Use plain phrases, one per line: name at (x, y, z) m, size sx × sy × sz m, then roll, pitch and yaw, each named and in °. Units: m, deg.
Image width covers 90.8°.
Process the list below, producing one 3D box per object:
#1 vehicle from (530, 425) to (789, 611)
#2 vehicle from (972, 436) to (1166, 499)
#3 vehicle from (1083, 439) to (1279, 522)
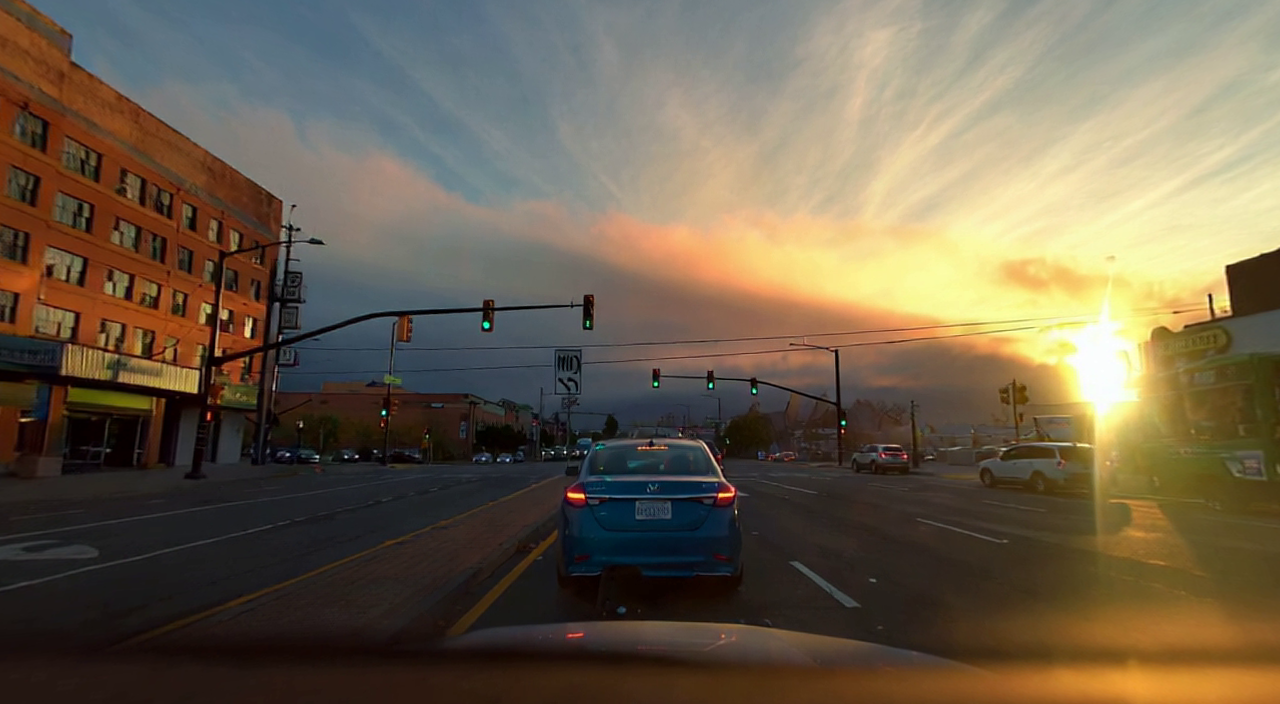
vehicle at (0.121, 1.656, 7.256) m, size 2.067 × 1.471 × 4.241 m, roll 0°, pitch -9°, yaw -1°
vehicle at (14.064, 3.820, 21.376) m, size 2.309 × 1.819 × 5.793 m, roll 1°, pitch -9°, yaw -3°
vehicle at (14.140, 3.103, 15.908) m, size 2.235 × 1.721 × 5.230 m, roll 0°, pitch -9°, yaw 1°
